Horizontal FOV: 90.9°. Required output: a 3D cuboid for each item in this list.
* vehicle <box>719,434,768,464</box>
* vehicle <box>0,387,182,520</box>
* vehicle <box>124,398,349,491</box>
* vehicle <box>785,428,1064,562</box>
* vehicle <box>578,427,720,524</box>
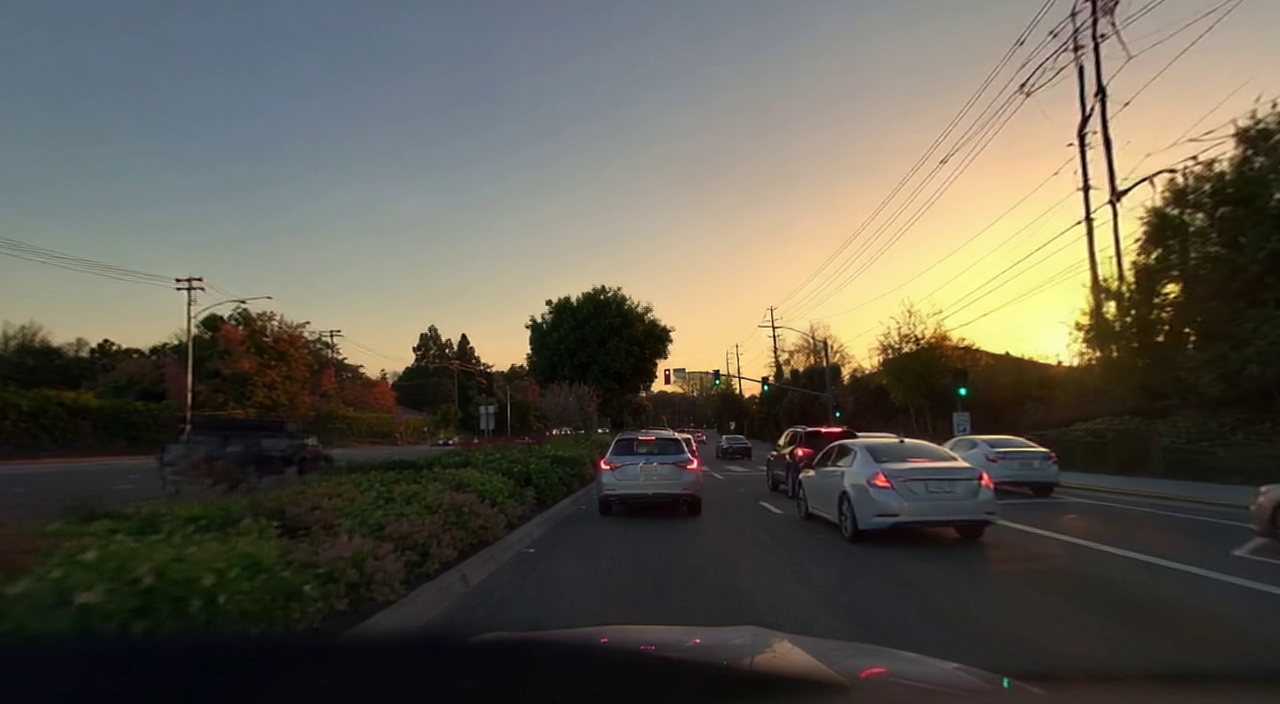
[{"bbox_3d":[5.507,5.227,34.069,1.995,1.491,4.133,0,-8,1],"label":"vehicle"},{"bbox_3d":[-17.659,2.798,17.464,2.934,3.328,8.716,-1,-8,3],"label":"vehicle"},{"bbox_3d":[-17.072,4.098,28.018,3.085,3.375,9.783,-1,-8,3],"label":"vehicle"},{"bbox_3d":[3.653,1.915,9.255,2.028,1.454,4.531,0,-8,1],"label":"vehicle"},{"bbox_3d":[0.164,2.265,12.100,2.208,1.498,4.401,0,-8,1],"label":"vehicle"}]
